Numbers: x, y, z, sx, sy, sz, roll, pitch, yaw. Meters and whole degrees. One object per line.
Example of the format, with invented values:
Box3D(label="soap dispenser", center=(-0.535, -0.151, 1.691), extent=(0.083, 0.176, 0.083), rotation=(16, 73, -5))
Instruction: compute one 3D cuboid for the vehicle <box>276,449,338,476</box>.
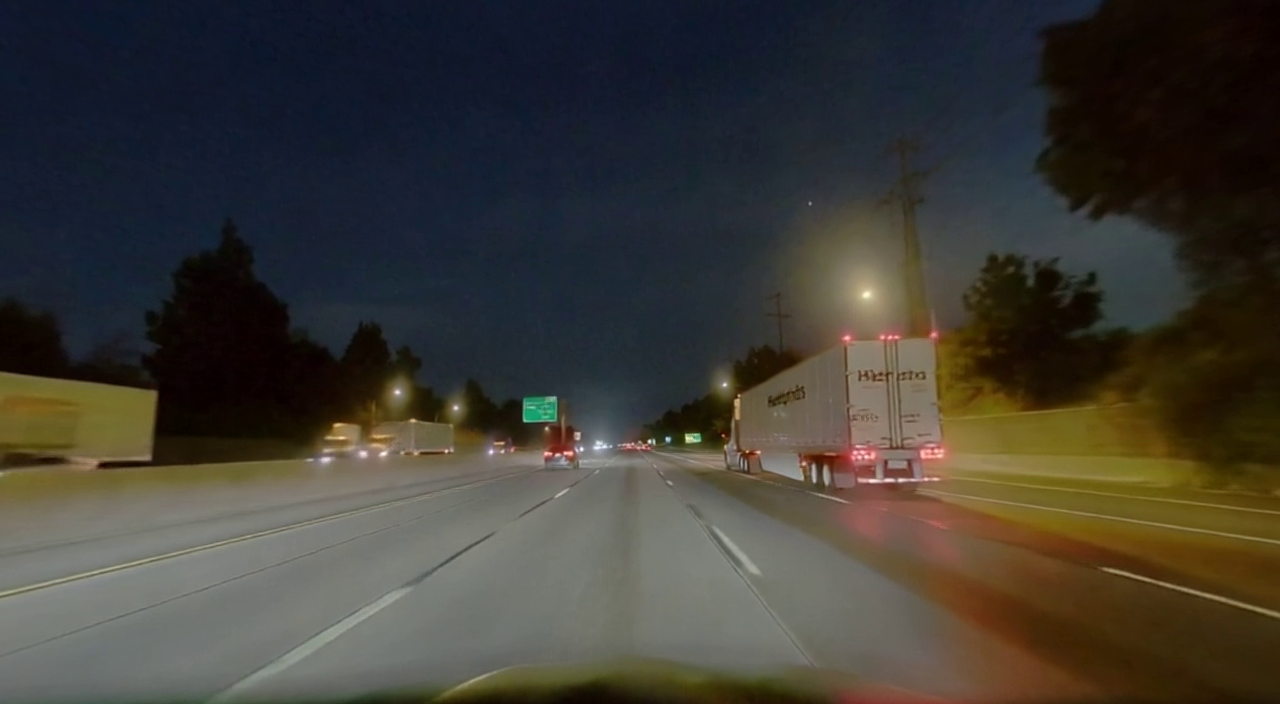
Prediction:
Box3D(label="vehicle", center=(-17.908, 5.948, 34.103), extent=(1.474, 1.345, 3.253), rotation=(-1, -9, 1))

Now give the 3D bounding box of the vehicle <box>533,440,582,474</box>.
Box3D(label="vehicle", center=(-4.316, 5.540, 33.608), extent=(2.027, 1.651, 4.099), rotation=(-1, -9, 0))

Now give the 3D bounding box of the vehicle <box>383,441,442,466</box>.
Box3D(label="vehicle", center=(-17.660, 7.896, 49.367), extent=(2.410, 1.798, 6.090), rotation=(-1, -9, 0))

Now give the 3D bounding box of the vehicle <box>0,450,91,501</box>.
Box3D(label="vehicle", center=(-17.816, 3.483, 17.954), extent=(1.449, 1.325, 3.238), rotation=(-1, -9, 0))

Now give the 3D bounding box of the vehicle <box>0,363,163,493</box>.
Box3D(label="vehicle", center=(-21.259, 2.124, 17.903), extent=(2.891, 3.973, 16.377), rotation=(-1, -9, 0))

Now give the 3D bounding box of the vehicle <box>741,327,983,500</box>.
Box3D(label="vehicle", center=(6.609, 2.648, 23.209), extent=(2.919, 4.195, 15.833), rotation=(0, -9, -1))

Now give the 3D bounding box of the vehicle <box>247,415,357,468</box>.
Box3D(label="vehicle", center=(-25.212, 6.854, 47.941), extent=(3.102, 3.541, 9.922), rotation=(0, -9, -2))
